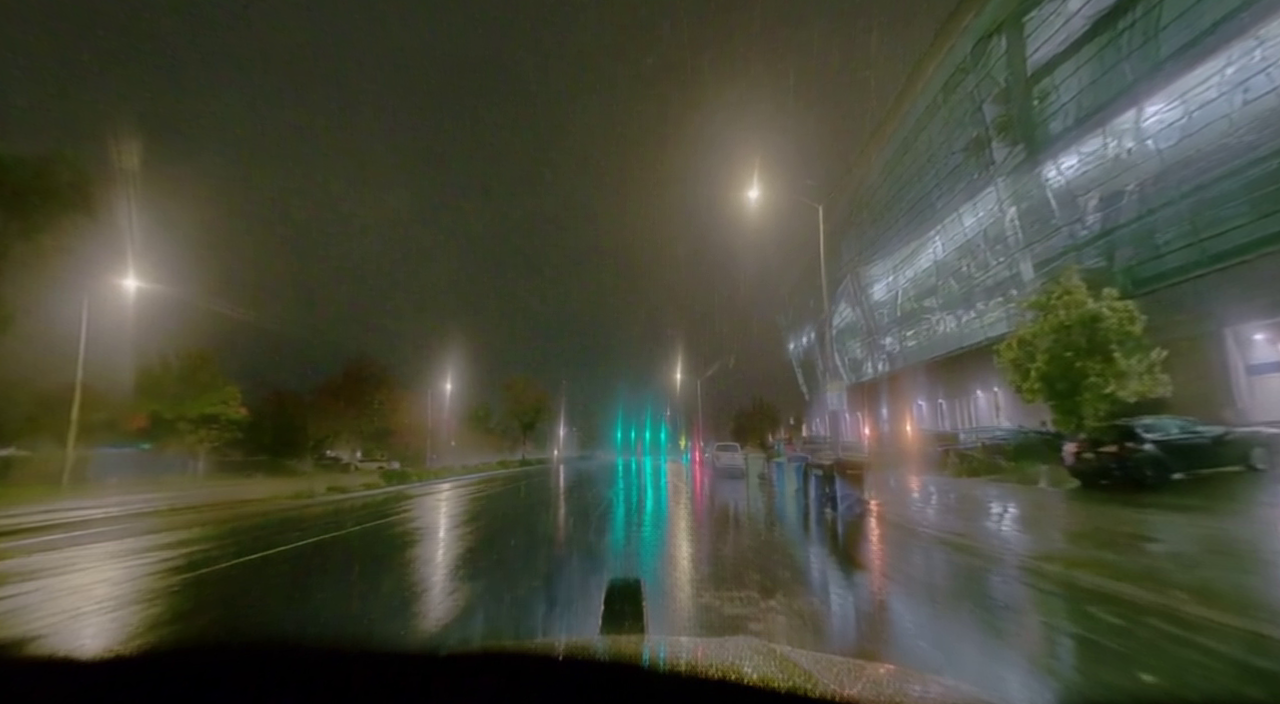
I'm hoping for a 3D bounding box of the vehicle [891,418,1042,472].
[{"bbox_3d":[11.936,3.476,23.269,4.418,1.532,1.889,-4,-11,-3],"label":"vehicle"}]

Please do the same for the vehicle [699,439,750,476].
[{"bbox_3d":[4.481,5.693,34.252,2.078,1.771,5.174,1,-8,0],"label":"vehicle"}]

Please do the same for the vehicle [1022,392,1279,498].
[{"bbox_3d":[11.400,1.985,13.684,4.865,1.674,1.963,-5,-9,-5],"label":"vehicle"}]
